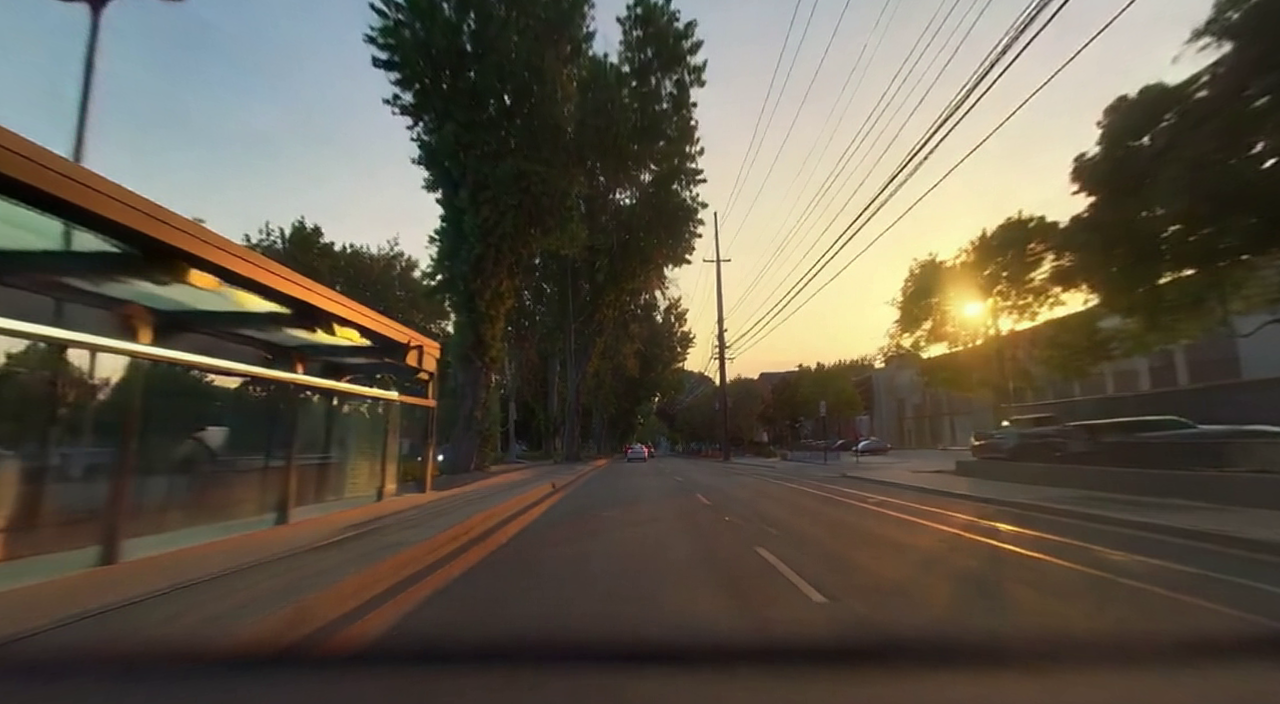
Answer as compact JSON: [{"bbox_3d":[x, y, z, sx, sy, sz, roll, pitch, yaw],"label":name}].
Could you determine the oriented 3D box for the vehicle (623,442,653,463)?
[{"bbox_3d":[-0.192,7.519,47.459,2.109,1.501,4.042,0,-8,-1],"label":"vehicle"}]
